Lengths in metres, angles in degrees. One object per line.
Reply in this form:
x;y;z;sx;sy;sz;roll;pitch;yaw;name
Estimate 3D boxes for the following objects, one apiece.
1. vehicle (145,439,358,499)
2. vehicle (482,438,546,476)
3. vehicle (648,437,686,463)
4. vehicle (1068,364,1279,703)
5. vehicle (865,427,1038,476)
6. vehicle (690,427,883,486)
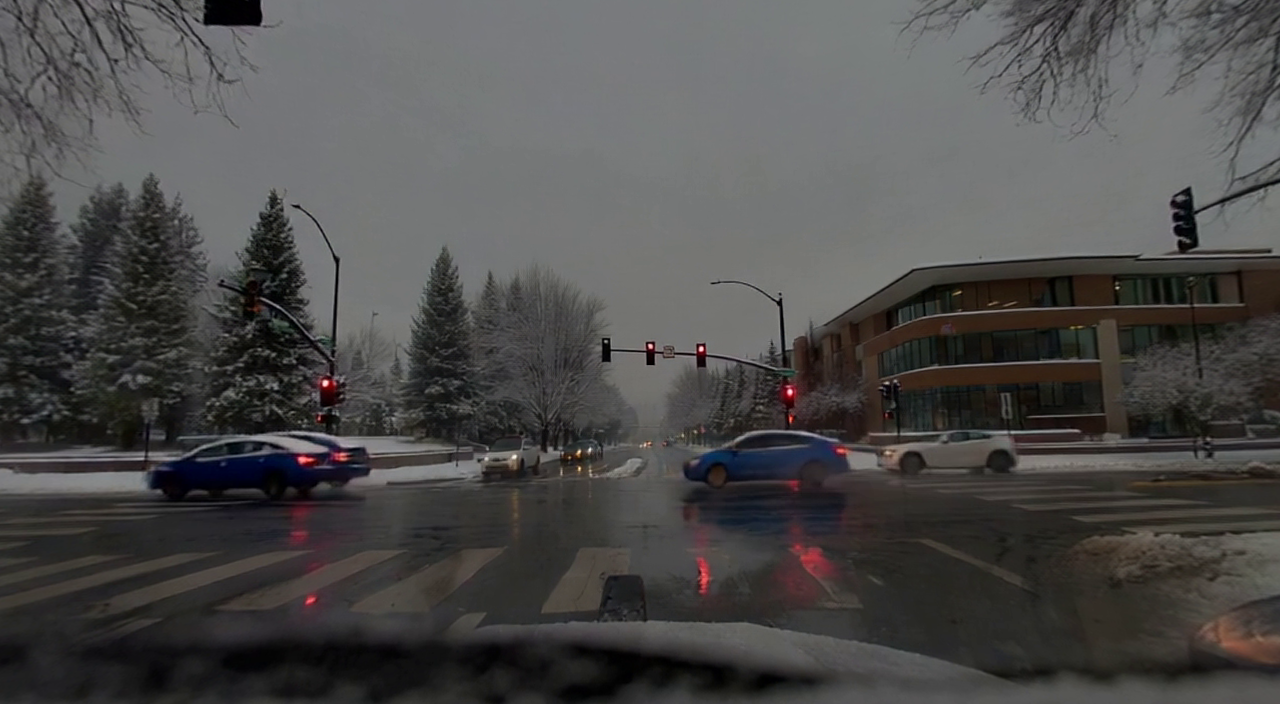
-10.254;3.100;16.840;4.464;1.472;1.867;0;-8;0;vehicle
-5.955;5.022;30.284;2.115;1.690;4.322;-1;-8;1;vehicle
1.787;6.664;42.774;2.053;1.625;4.551;0;-8;-4;vehicle
2.884;0.675;0.832;1.947;1.576;3.825;0;-8;1;vehicle
10.006;3.230;20.460;4.623;1.477;1.884;0;-8;0;vehicle
3.814;2.804;16.989;4.723;1.484;1.883;0;-8;0;vehicle
